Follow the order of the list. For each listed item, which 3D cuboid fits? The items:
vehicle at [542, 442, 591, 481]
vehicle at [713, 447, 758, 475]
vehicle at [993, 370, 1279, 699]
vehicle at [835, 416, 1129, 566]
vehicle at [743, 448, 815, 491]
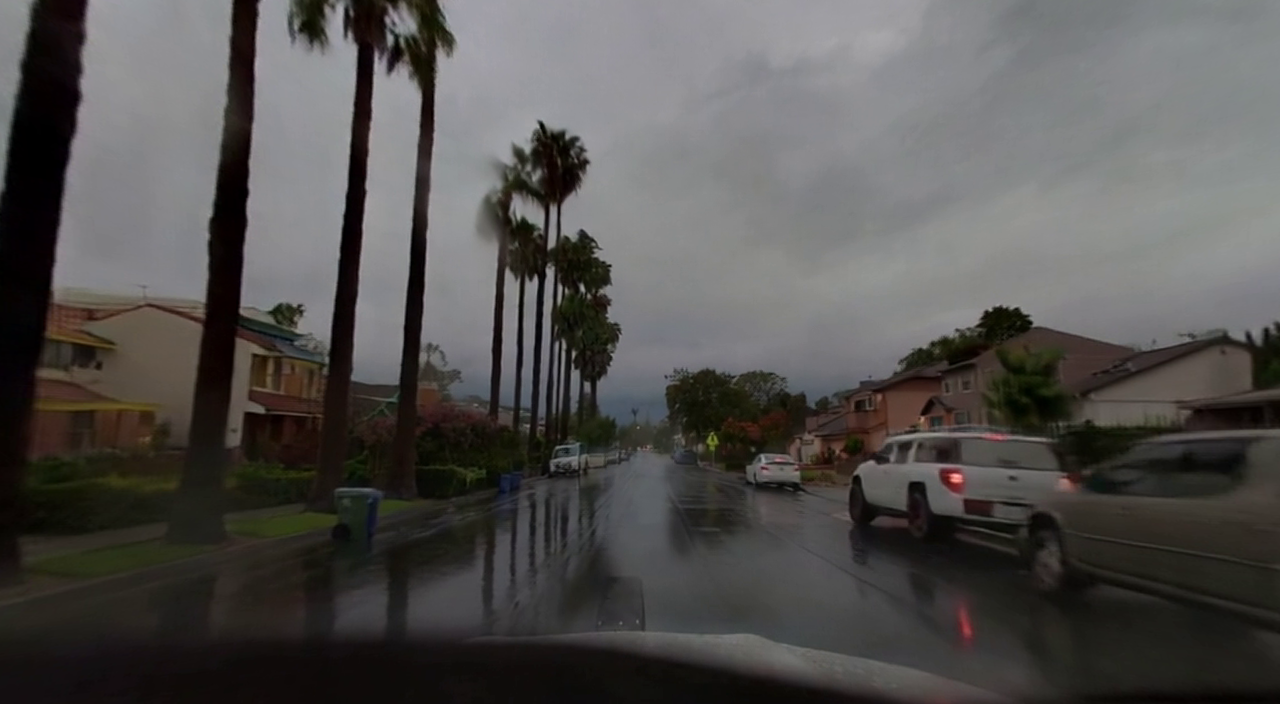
[{"bbox_3d":[-3.900,5.890,34.292,2.149,1.877,5.082,-2,-9,-1],"label":"vehicle"},{"bbox_3d":[5.633,6.472,37.761,1.991,1.554,4.501,0,-9,0],"label":"vehicle"},{"bbox_3d":[4.590,1.110,3.829,2.166,1.766,5.186,3,-9,3],"label":"vehicle"},{"bbox_3d":[5.124,2.160,10.644,2.131,1.824,5.229,1,-9,1],"label":"vehicle"},{"bbox_3d":[5.475,4.665,25.419,2.056,1.464,4.493,2,-9,2],"label":"vehicle"}]
